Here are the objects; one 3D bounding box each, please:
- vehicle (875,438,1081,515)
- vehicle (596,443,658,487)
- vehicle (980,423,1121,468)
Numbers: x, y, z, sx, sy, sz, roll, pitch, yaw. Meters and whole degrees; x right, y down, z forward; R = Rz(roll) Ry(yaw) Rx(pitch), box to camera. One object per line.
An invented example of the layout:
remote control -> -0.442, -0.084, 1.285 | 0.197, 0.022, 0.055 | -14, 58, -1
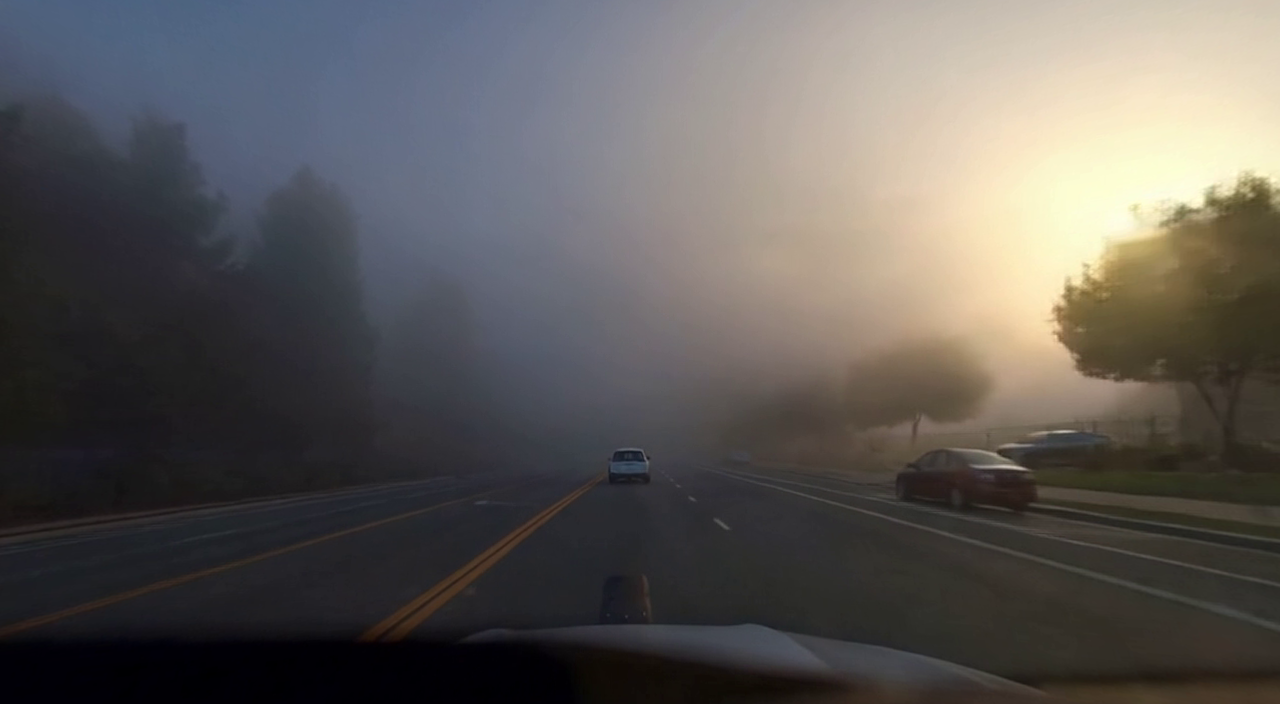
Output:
vehicle -> 7.558, 2.814, 14.846 | 2.131, 1.474, 4.752 | 0, -9, -1
vehicle -> -0.467, 4.188, 23.640 | 2.099, 1.470, 4.302 | 0, -9, 0
vehicle -> 17.652, 4.008, 27.183 | 5.100, 1.770, 2.269 | 2, -9, -18
